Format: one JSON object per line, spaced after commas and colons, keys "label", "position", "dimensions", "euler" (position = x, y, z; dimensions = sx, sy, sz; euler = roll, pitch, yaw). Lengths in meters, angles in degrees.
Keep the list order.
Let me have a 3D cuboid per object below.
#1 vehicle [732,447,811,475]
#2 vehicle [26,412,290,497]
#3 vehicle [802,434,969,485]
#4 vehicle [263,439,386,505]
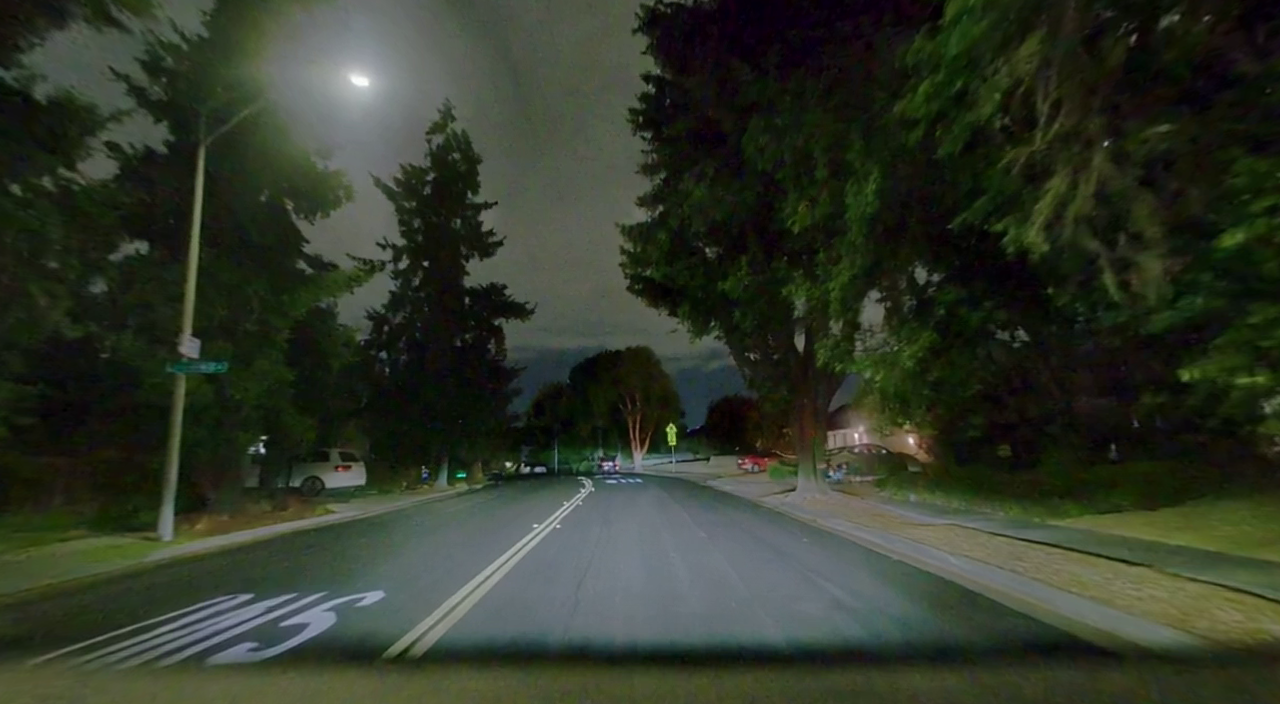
{"label": "vehicle", "position": [8.141, 6.737, 39.152], "dimensions": [4.284, 1.522, 1.893], "euler": [1, -8, -18]}
{"label": "vehicle", "position": [-14.121, 3.060, 19.053], "dimensions": [5.662, 2.292, 2.422], "euler": [2, -10, -14]}
{"label": "vehicle", "position": [9.308, 4.032, 24.050], "dimensions": [5.751, 1.733, 2.138], "euler": [2, -9, -17]}
{"label": "vehicle", "position": [-10.249, 3.888, 21.041], "dimensions": [2.073, 1.899, 4.869], "euler": [0, -8, -7]}
